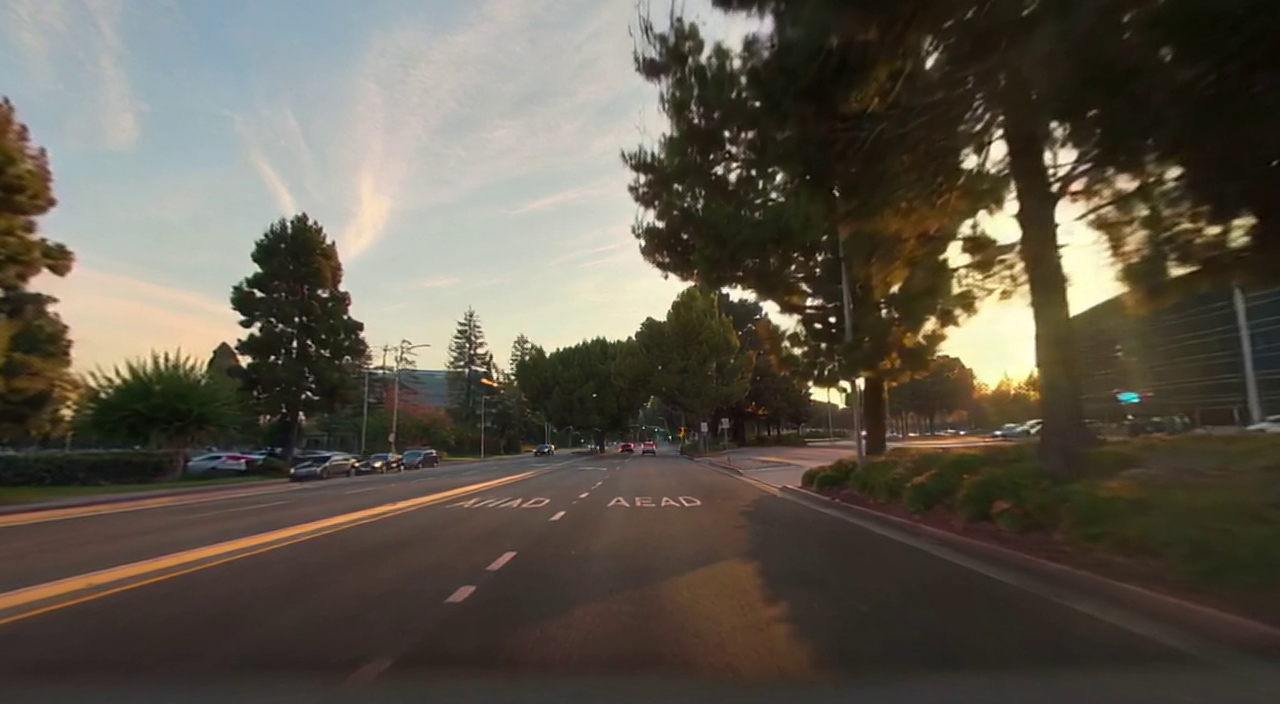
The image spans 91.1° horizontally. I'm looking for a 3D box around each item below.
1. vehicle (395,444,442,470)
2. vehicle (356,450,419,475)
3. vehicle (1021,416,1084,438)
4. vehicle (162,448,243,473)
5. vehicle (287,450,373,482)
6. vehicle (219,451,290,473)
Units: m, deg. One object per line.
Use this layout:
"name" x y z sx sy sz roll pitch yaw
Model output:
"vehicle" -16.915 8.035 48.199 1.998 1.724 4.486 -3 -9 1
"vehicle" -17.035 7.447 42.685 1.955 1.486 5.112 0 -8 2
"vehicle" 30.164 5.581 46.111 1.829 1.496 4.642 -1 -8 5
"vehicle" -27.968 6.933 40.225 3.759 1.462 1.873 1 -9 -3
"vehicle" -16.986 6.231 34.719 2.014 1.515 5.027 0 -8 2
"vehicle" -27.598 7.854 45.026 3.779 1.472 1.854 1 -8 -1
